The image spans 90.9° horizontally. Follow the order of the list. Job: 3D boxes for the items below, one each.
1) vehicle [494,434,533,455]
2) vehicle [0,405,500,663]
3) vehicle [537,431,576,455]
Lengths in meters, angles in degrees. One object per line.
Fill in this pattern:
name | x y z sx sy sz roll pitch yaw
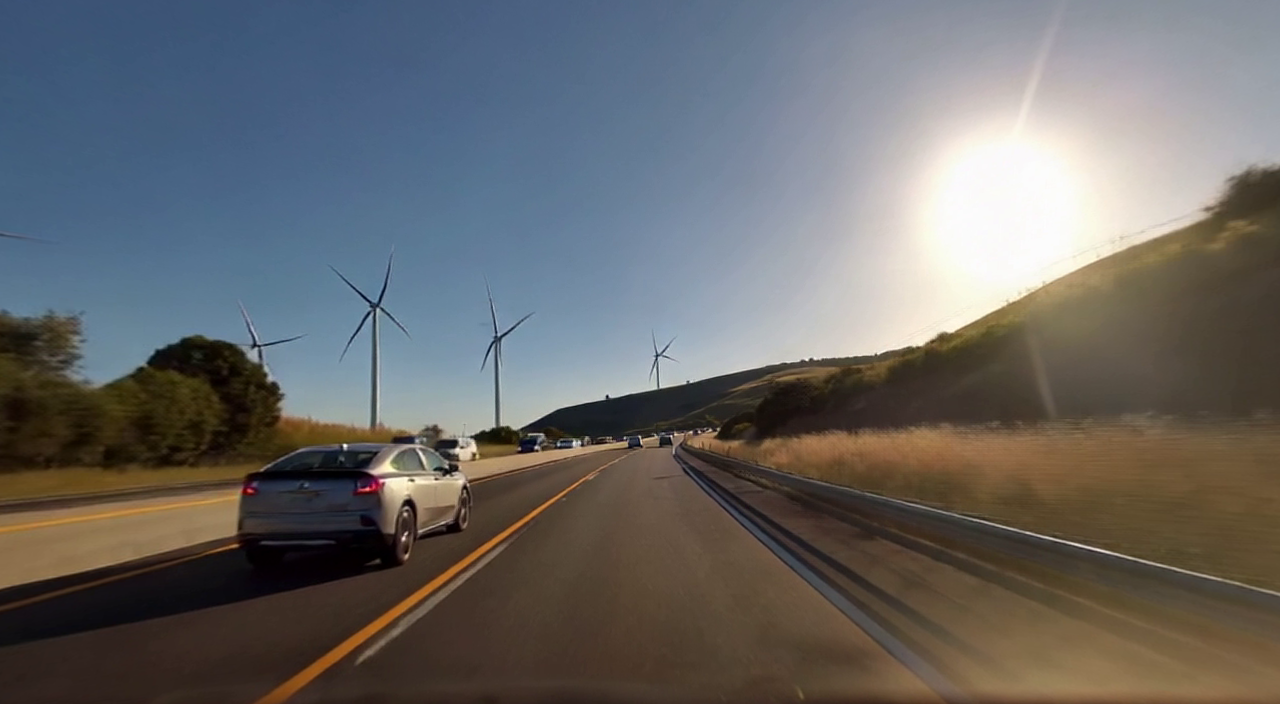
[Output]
vehicle | -9.354 6.861 46.851 1.866 1.501 3.849 0 -8 3
vehicle | -2.769 1.327 5.836 1.918 1.443 4.422 0 -8 0
vehicle | -5.736 6.308 43.790 2.012 1.564 3.878 0 -8 3
